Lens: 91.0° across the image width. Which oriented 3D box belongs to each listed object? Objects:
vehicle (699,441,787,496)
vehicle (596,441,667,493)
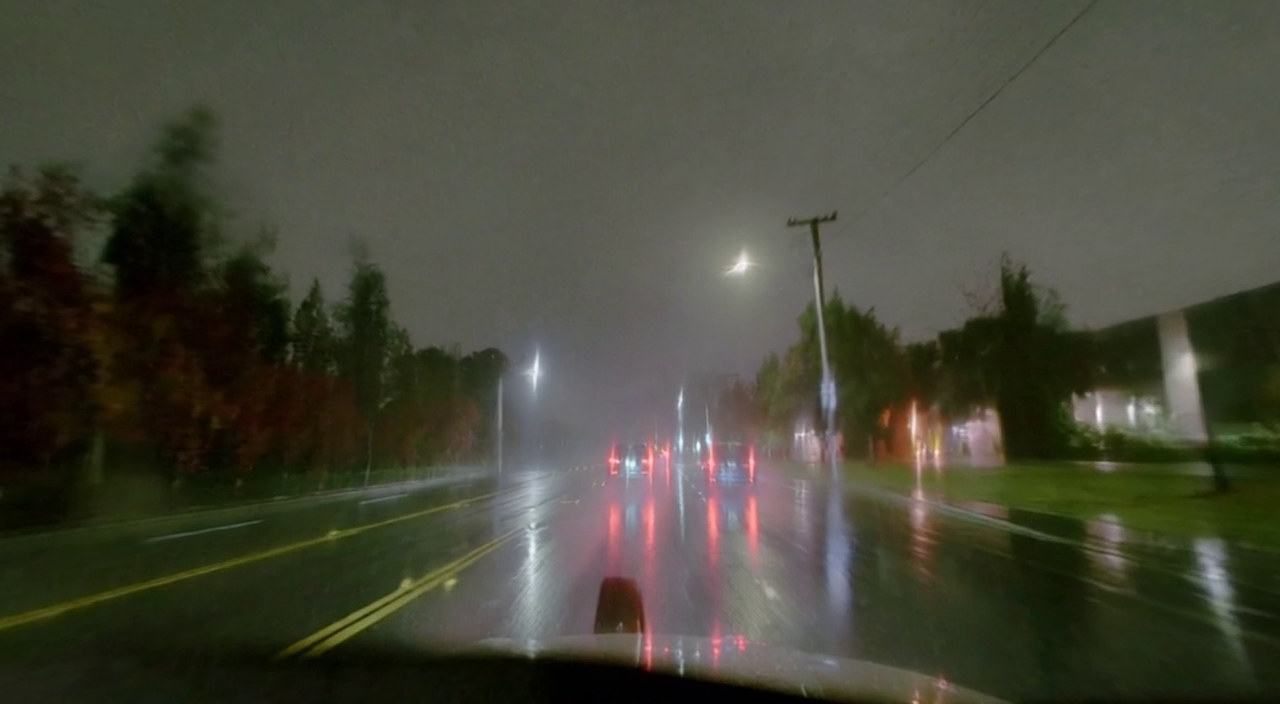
[{"bbox_3d":[2.959,3.449,19.010,2.065,1.456,4.099,0,-9,1],"label":"vehicle"},{"bbox_3d":[-0.158,3.646,20.316,2.030,1.467,4.403,-1,-9,3],"label":"vehicle"}]
